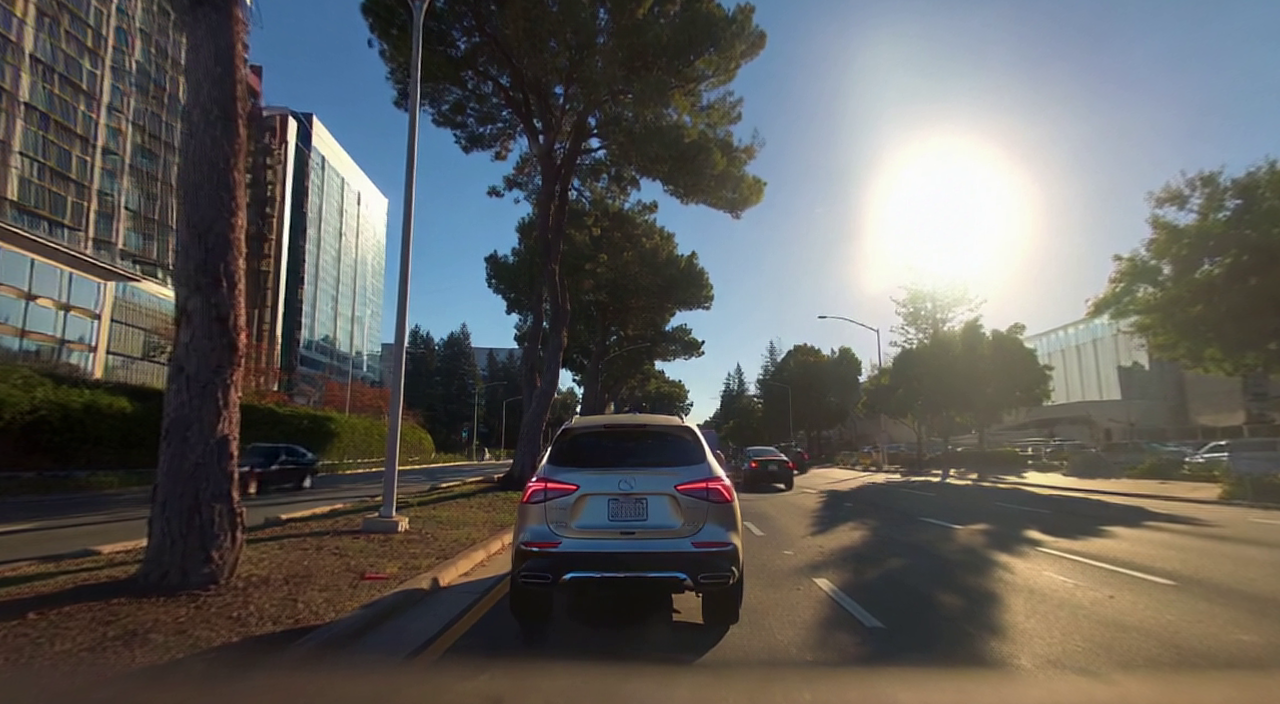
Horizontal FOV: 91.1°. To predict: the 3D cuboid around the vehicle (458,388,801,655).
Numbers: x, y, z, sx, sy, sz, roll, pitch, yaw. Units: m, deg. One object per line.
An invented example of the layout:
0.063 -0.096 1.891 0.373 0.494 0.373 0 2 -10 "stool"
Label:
-0.080 1.383 6.110 2.172 1.694 4.055 0 -9 0 "vehicle"
